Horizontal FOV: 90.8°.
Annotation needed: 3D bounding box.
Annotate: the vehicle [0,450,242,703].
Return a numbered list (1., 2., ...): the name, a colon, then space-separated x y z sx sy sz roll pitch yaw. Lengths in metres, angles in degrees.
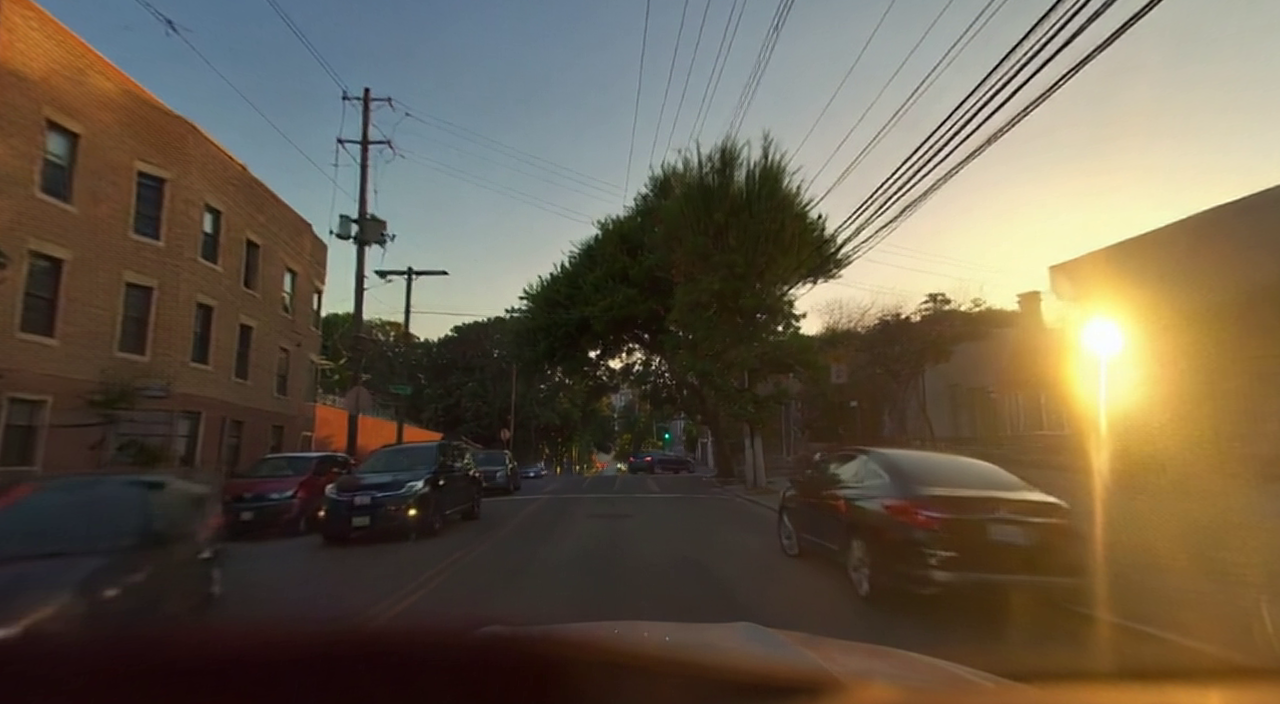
1. vehicle: -4.640 1.557 5.022 1.994 1.510 4.802 4 -9 -27

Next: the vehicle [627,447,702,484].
1. vehicle: 1.317 5.788 32.629 2.059 1.736 3.994 -6 -10 33

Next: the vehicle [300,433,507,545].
1. vehicle: -4.448 2.643 12.956 2.236 1.834 4.743 -1 -8 2

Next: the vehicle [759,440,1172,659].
1. vehicle: 2.728 1.721 6.728 1.913 1.509 4.436 0 -8 -2
